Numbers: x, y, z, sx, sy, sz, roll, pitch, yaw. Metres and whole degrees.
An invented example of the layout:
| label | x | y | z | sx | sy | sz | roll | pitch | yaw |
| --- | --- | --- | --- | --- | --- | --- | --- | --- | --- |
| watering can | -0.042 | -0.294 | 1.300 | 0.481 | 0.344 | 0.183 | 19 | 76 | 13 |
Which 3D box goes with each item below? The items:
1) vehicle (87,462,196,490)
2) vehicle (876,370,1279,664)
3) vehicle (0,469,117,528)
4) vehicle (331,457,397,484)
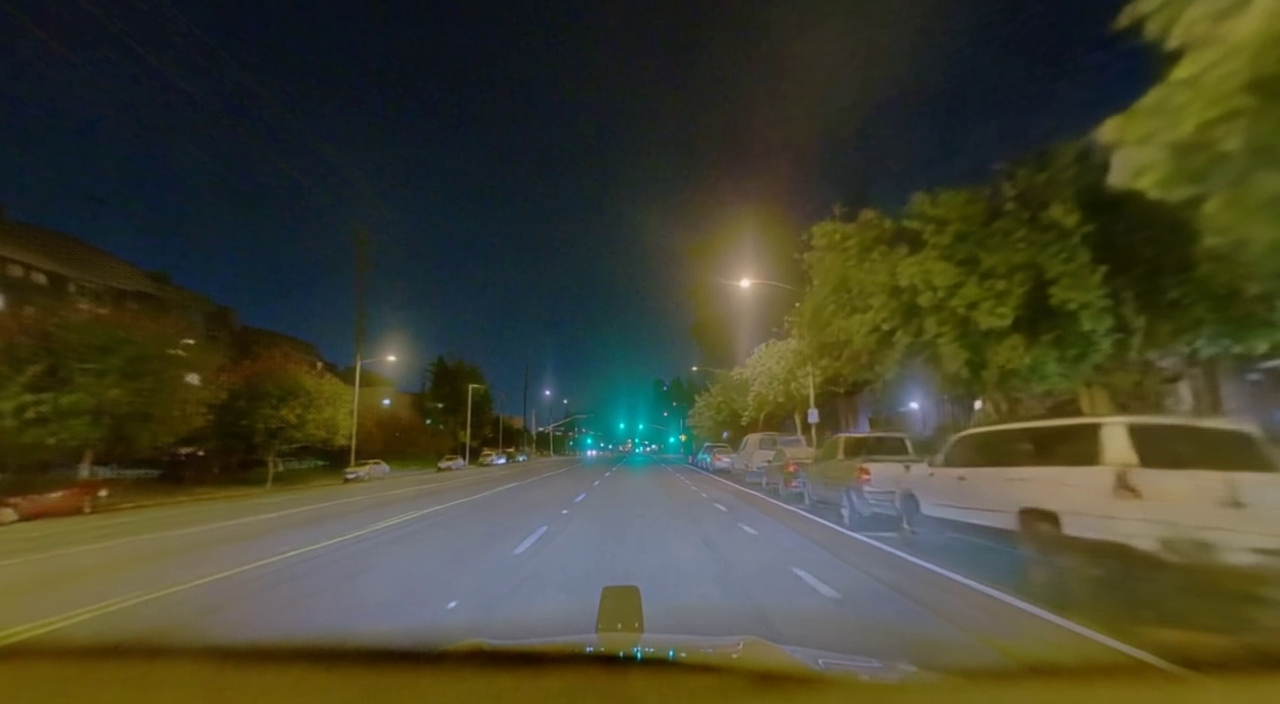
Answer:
| label | x | y | z | sx | sy | sz | roll | pitch | yaw |
| --- | --- | --- | --- | --- | --- | --- | --- | --- | --- |
| vehicle | -28.098 | 6.979 | 35.691 | 4.532 | 1.456 | 1.853 | 0 | -9 | 0 |
| vehicle | 4.521 | 1.415 | 6.589 | 2.078 | 1.837 | 5.088 | 0 | -9 | 0 |
| vehicle | -17.650 | 4.168 | 17.972 | 1.831 | 1.428 | 4.456 | -3 | -9 | -1 |
| vehicle | -17.572 | 7.542 | 40.506 | 2.039 | 1.508 | 4.613 | -1 | -9 | 1 |
